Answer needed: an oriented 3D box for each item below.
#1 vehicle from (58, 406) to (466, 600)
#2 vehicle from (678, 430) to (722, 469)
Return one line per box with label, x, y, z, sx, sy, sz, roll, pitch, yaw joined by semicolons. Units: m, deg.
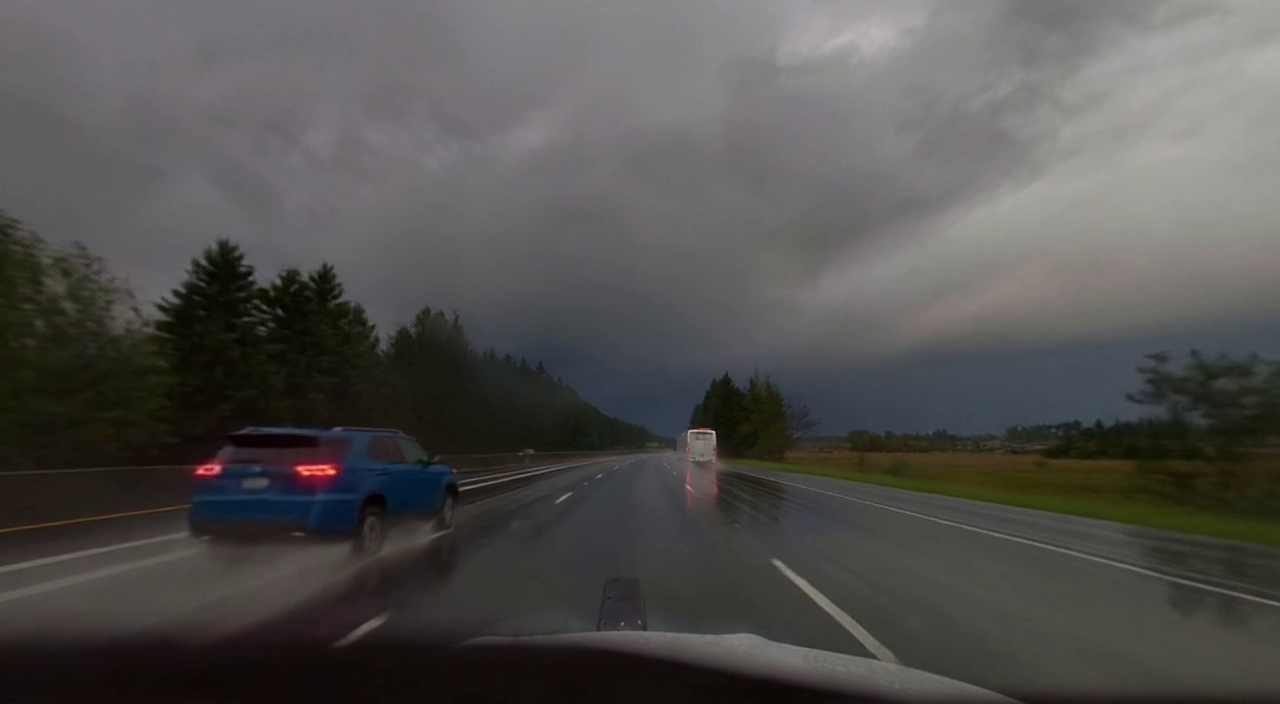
vehicle;-3.850;1.639;7.726;2.020;1.619;4.690;0;-9;1
vehicle;4.302;7.186;46.531;2.614;2.655;6.429;0;-9;0
